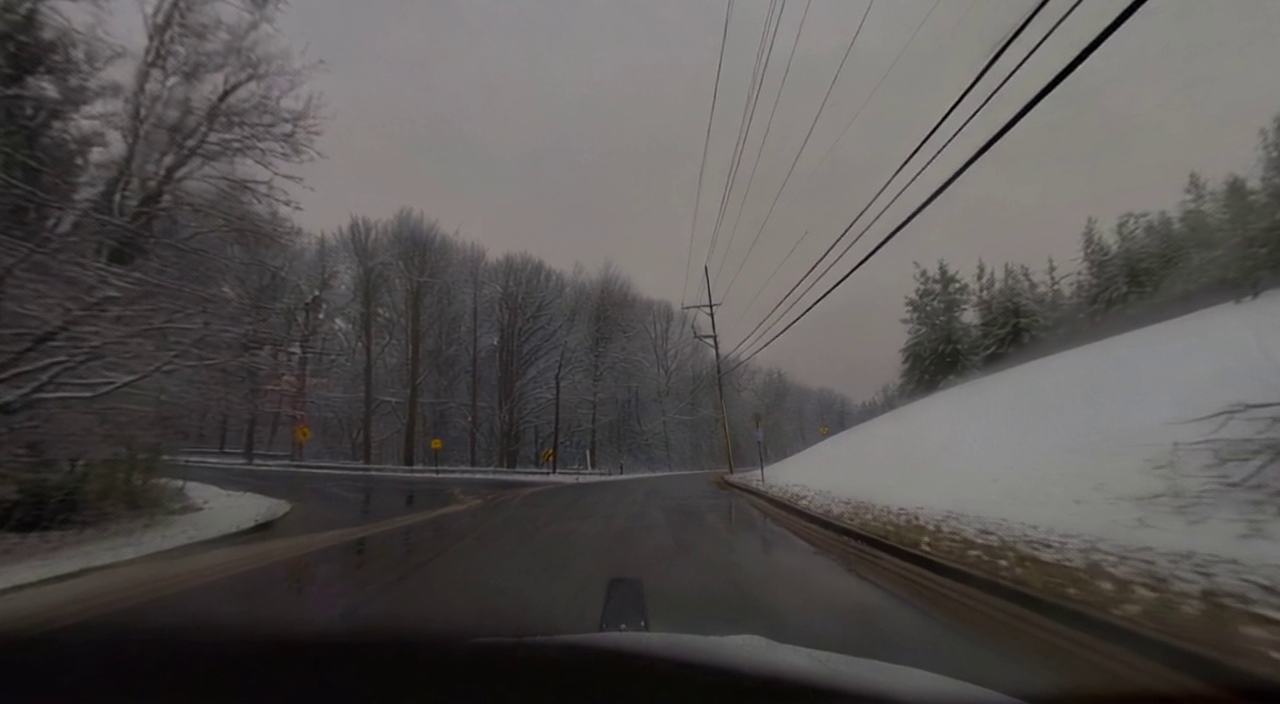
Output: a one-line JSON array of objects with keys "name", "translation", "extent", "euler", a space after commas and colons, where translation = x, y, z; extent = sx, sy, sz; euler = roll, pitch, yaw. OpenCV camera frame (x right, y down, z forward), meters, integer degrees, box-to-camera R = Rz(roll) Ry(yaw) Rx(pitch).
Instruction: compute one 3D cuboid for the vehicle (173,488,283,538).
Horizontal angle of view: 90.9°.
[{"name": "vehicle", "translation": [-17.274, 6.675, 26.411], "extent": [4.043, 1.673, 1.970], "euler": [-4, -10, 26]}]
